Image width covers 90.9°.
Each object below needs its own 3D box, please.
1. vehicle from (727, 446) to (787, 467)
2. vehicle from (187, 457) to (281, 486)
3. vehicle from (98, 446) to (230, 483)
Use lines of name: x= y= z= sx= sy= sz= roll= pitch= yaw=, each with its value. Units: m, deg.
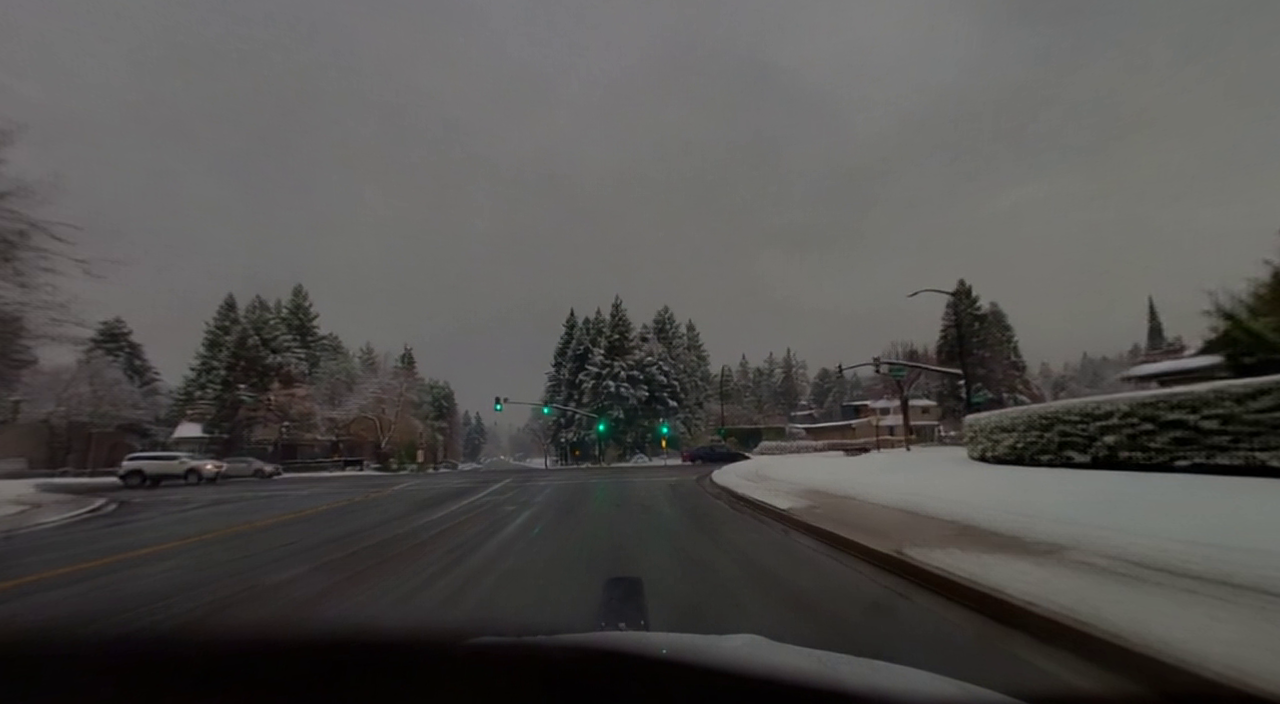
vehicle: x=9.070 y=8.090 z=48.984 sx=4.106 sy=1.583 sz=1.806 roll=1 pitch=-8 yaw=-9
vehicle: x=-26.534 y=7.777 z=41.314 sx=4.664 sy=1.728 sz=1.959 roll=1 pitch=-8 yaw=-7
vehicle: x=-25.524 y=6.040 z=34.007 sx=5.107 sy=1.749 sz=2.254 roll=0 pitch=-9 yaw=-7
